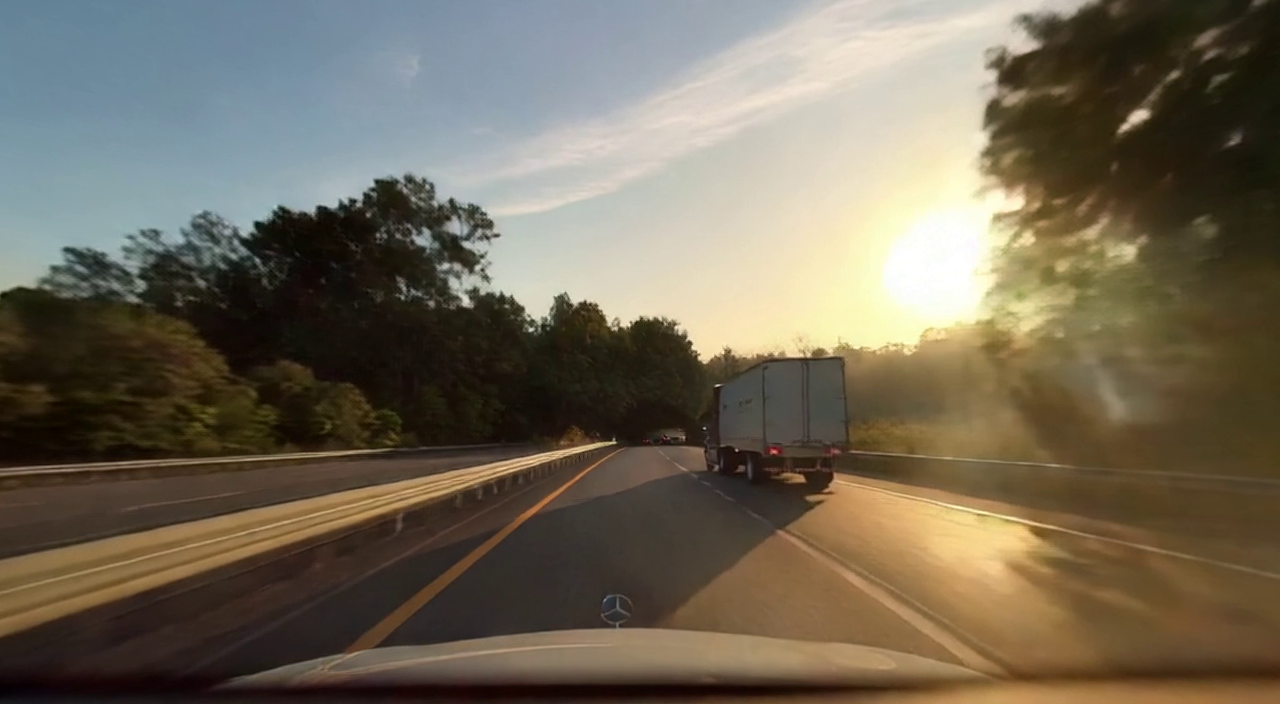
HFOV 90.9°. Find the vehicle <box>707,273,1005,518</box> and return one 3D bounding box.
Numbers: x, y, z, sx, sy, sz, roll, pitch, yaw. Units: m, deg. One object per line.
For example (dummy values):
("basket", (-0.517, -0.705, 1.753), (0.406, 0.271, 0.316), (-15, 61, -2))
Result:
("vehicle", (4.229, 1.566, 17.249), (2.951, 4.007, 13.976), (0, -7, -1))
